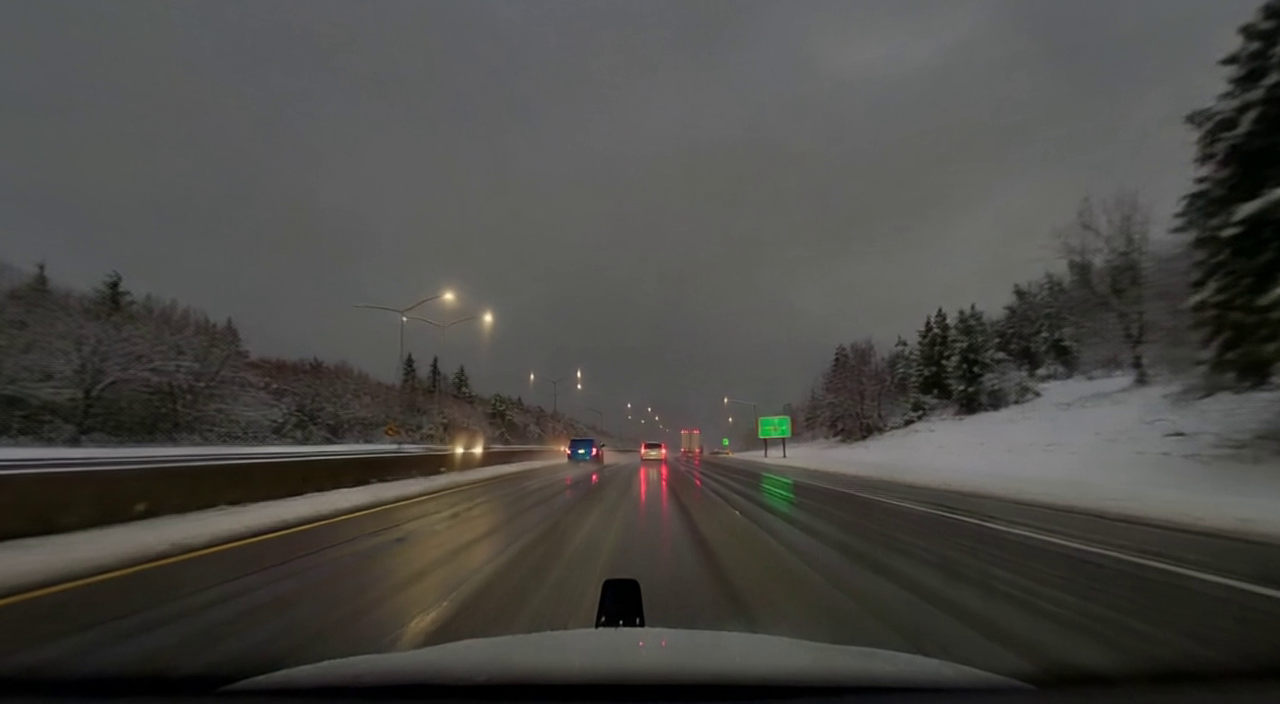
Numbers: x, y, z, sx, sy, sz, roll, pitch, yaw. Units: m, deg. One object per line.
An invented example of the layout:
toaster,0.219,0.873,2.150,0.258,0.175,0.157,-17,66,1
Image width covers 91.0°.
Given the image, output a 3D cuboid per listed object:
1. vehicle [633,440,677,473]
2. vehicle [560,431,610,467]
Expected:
vehicle,0.760,5.282,32.092,2.086,1.548,4.325,0,-9,1
vehicle,-3.095,5.624,36.484,2.264,1.901,4.647,-1,-9,2
